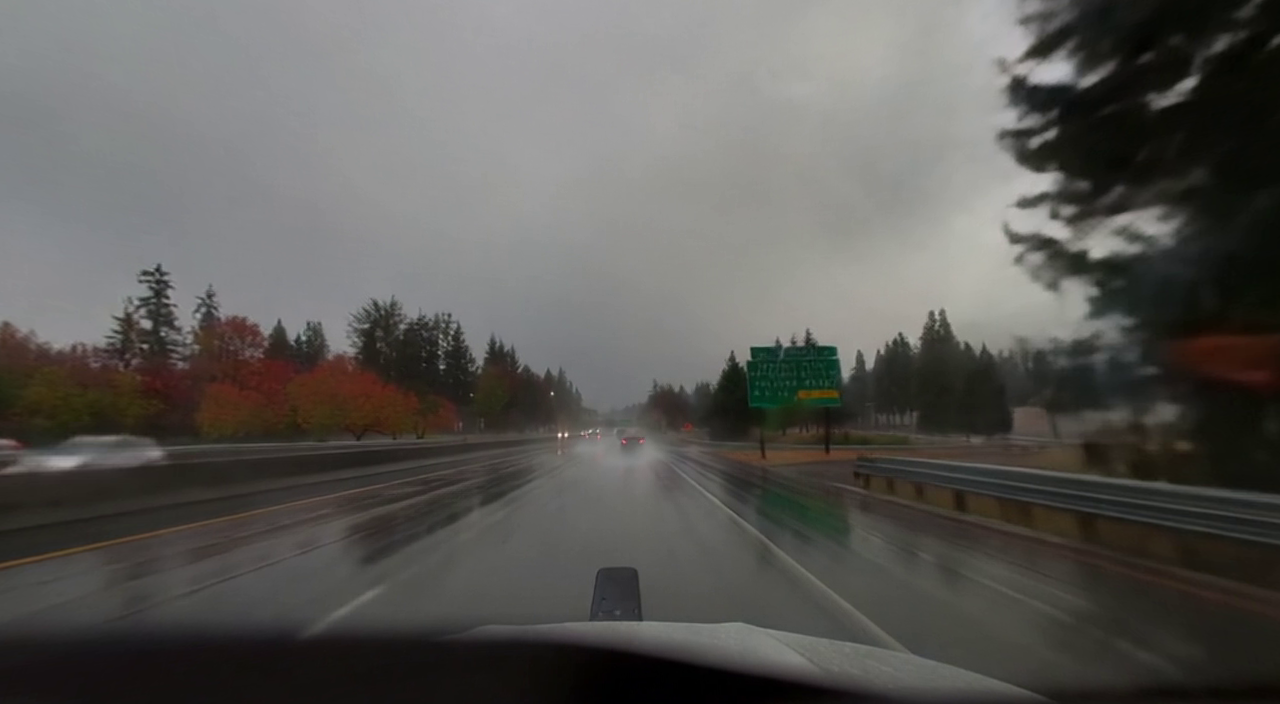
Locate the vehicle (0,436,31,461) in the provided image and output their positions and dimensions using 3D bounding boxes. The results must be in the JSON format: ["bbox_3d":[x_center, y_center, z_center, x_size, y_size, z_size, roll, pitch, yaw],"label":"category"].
[{"bbox_3d":[-49.393,7.535,49.232,2.079,1.843,5.261,6,-10,-42],"label":"vehicle"}]
